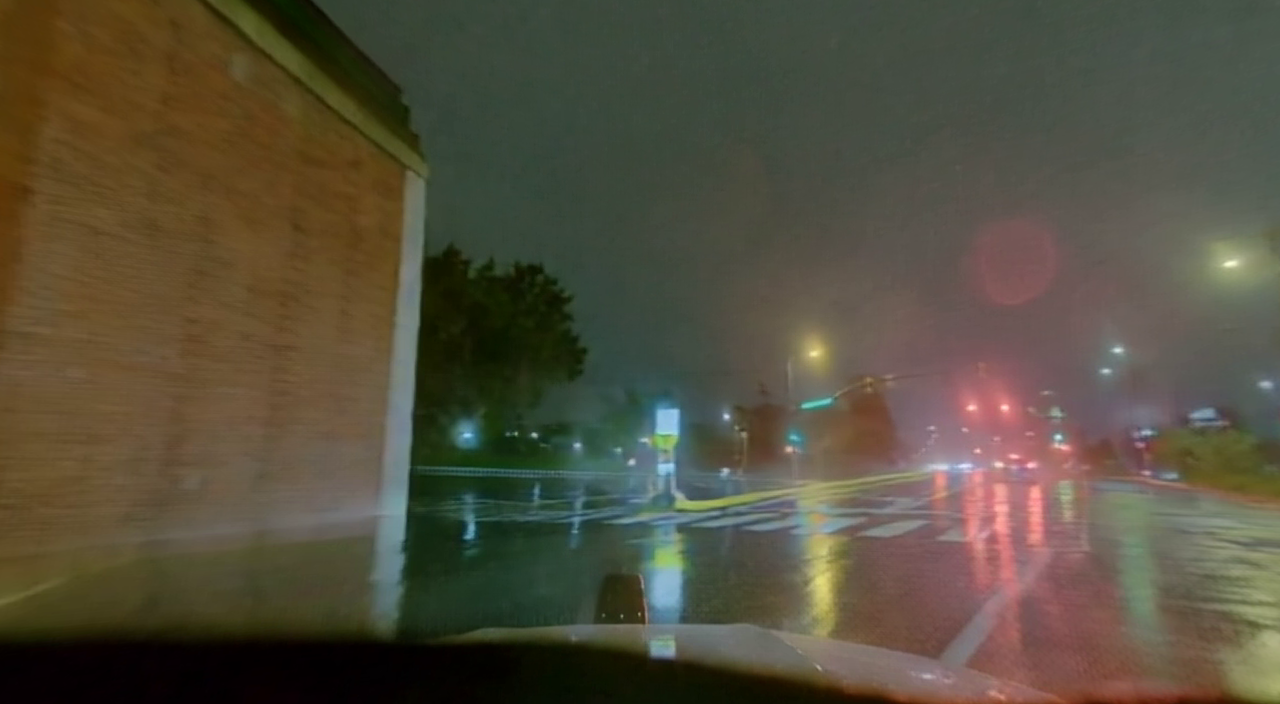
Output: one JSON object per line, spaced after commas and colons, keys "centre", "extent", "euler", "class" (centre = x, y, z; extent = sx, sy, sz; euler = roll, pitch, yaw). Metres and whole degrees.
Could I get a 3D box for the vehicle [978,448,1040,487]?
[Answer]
{"centre": [17.757, 5.447, 30.285], "extent": [2.218, 1.657, 4.551], "euler": [-5, -10, 33], "class": "vehicle"}
